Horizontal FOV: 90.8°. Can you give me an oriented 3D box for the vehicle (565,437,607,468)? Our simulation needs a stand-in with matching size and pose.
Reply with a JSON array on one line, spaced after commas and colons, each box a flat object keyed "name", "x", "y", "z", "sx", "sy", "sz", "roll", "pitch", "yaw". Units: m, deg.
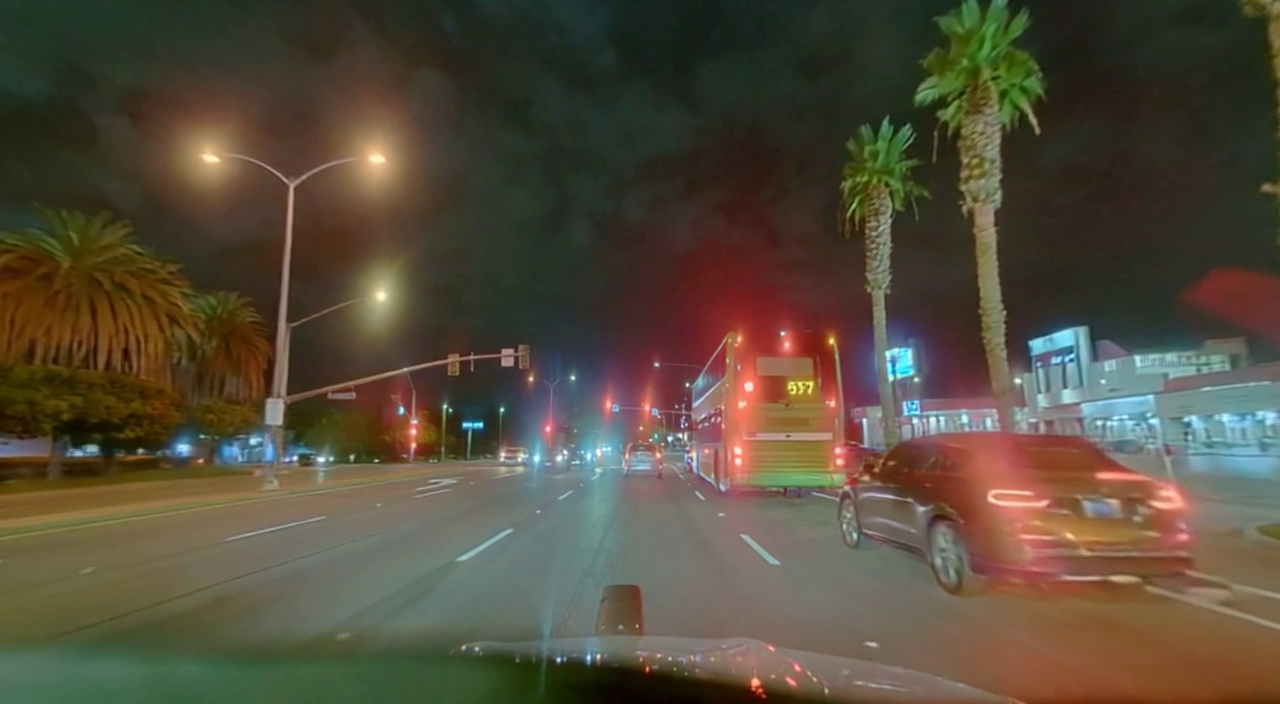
[{"name": "vehicle", "x": -3.141, "y": 5.976, "z": 37.671, "sx": 2.020, "sy": 1.721, "sz": 4.366, "roll": 0, "pitch": -9, "yaw": 2}]

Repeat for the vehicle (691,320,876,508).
[{"name": "vehicle", "x": 3.581, "y": 2.312, "z": 20.320, "sx": 2.970, "sy": 4.015, "sz": 13.606, "roll": 0, "pitch": -9, "yaw": 1}]

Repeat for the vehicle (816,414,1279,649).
[{"name": "vehicle", "x": 3.610, "y": 1.561, "z": 6.743, "sx": 1.965, "sy": 1.519, "sz": 5.078, "roll": 0, "pitch": -9, "yaw": -1}]

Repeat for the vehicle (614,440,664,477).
[{"name": "vehicle", "x": -0.002, "y": 4.635, "z": 27.750, "sx": 2.060, "sy": 1.499, "sz": 3.831, "roll": 0, "pitch": -9, "yaw": 1}]

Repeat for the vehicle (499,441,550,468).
[{"name": "vehicle", "x": -6.754, "y": 6.062, "z": 37.525, "sx": 1.927, "sy": 1.480, "sz": 4.832, "roll": 0, "pitch": -9, "yaw": 2}]
